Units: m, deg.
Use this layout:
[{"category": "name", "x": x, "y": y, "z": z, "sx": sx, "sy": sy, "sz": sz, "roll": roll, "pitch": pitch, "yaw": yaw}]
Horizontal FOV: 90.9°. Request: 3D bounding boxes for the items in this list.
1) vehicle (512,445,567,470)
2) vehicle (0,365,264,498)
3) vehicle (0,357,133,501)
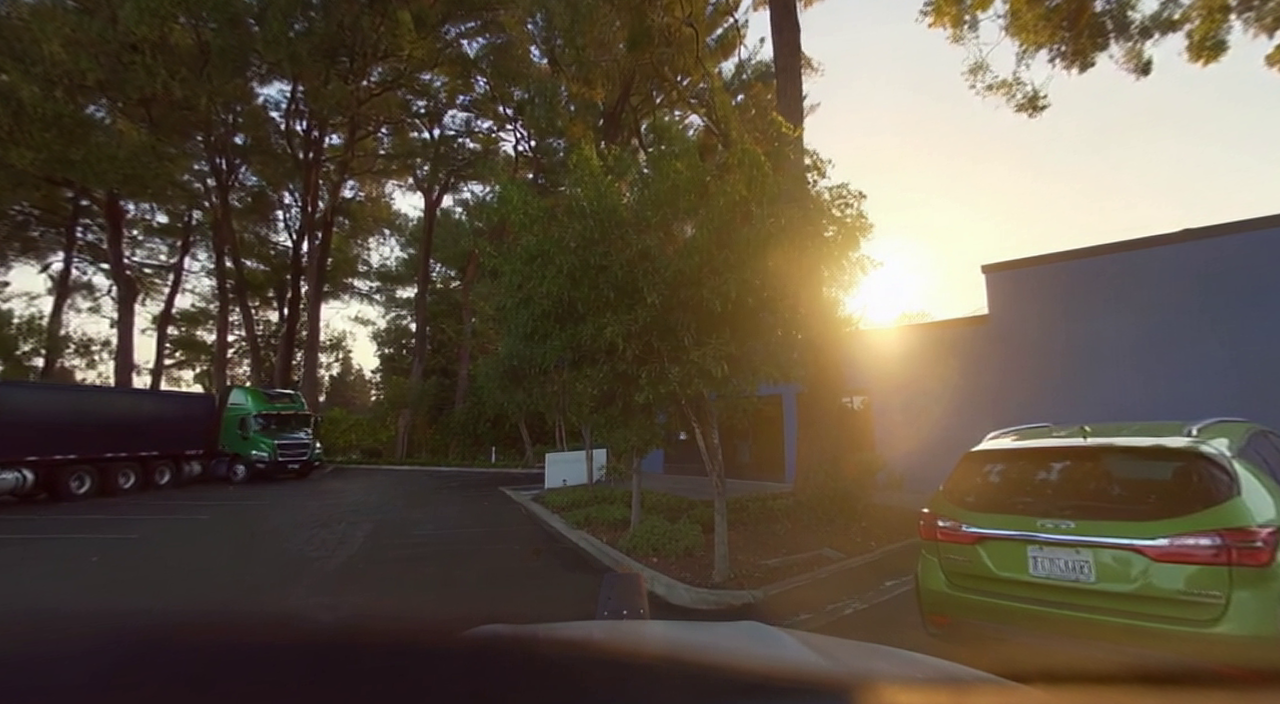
[{"category": "vehicle", "x": -6.305, "y": 6.684, "z": 39.970, "sx": 1.809, "sy": 1.506, "sz": 3.473, "roll": -4, "pitch": -10, "yaw": 25}, {"category": "vehicle", "x": -19.194, "y": 3.075, "z": 23.479, "sx": 11.906, "sy": 4.069, "sz": 2.948, "roll": -5, "pitch": -10, "yaw": 28}, {"category": "vehicle", "x": -21.609, "y": 2.705, "z": 20.990, "sx": 11.512, "sy": 3.871, "sz": 3.038, "roll": -5, "pitch": -10, "yaw": 30}]
